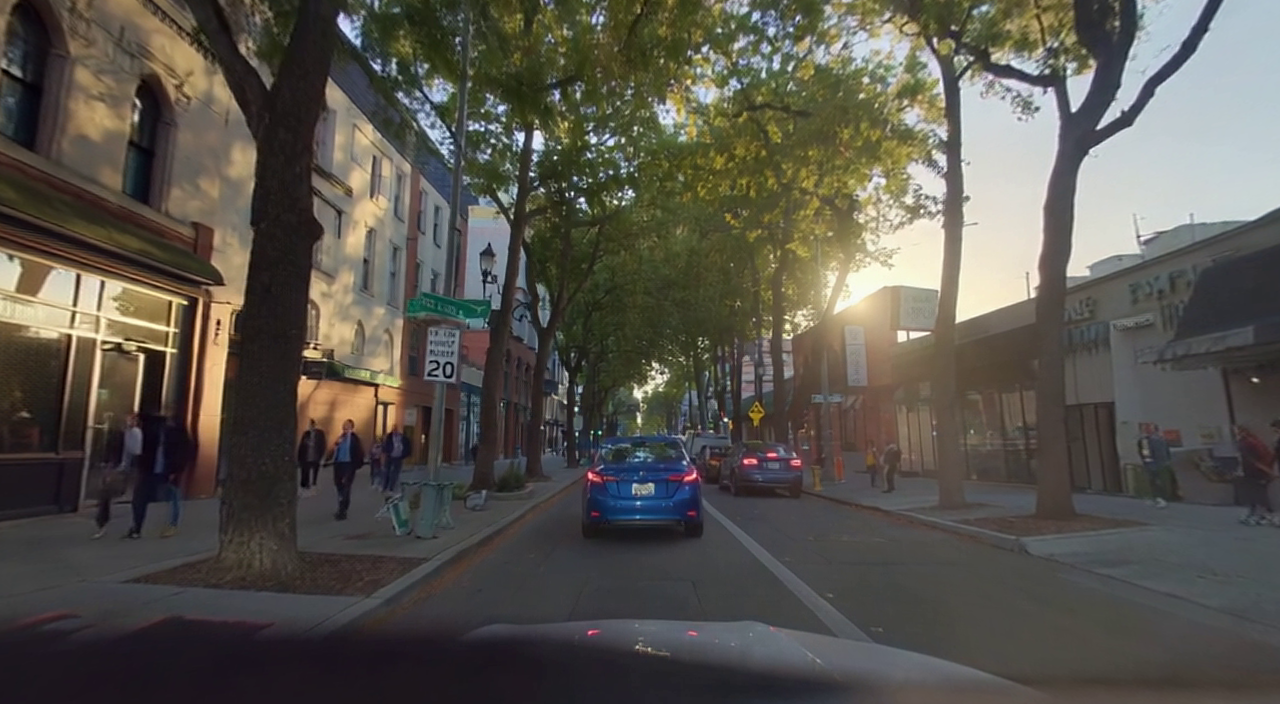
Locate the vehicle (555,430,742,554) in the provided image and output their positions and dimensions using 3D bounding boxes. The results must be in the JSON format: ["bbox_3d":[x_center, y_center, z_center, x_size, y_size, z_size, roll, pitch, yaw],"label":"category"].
[{"bbox_3d":[0.064,2.003,9.771,2.261,1.474,4.130,0,-8,-1],"label":"vehicle"}]

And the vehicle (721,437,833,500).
[{"bbox_3d":[3.615,3.164,17.601,2.025,1.523,4.426,0,-9,-1],"label":"vehicle"}]
